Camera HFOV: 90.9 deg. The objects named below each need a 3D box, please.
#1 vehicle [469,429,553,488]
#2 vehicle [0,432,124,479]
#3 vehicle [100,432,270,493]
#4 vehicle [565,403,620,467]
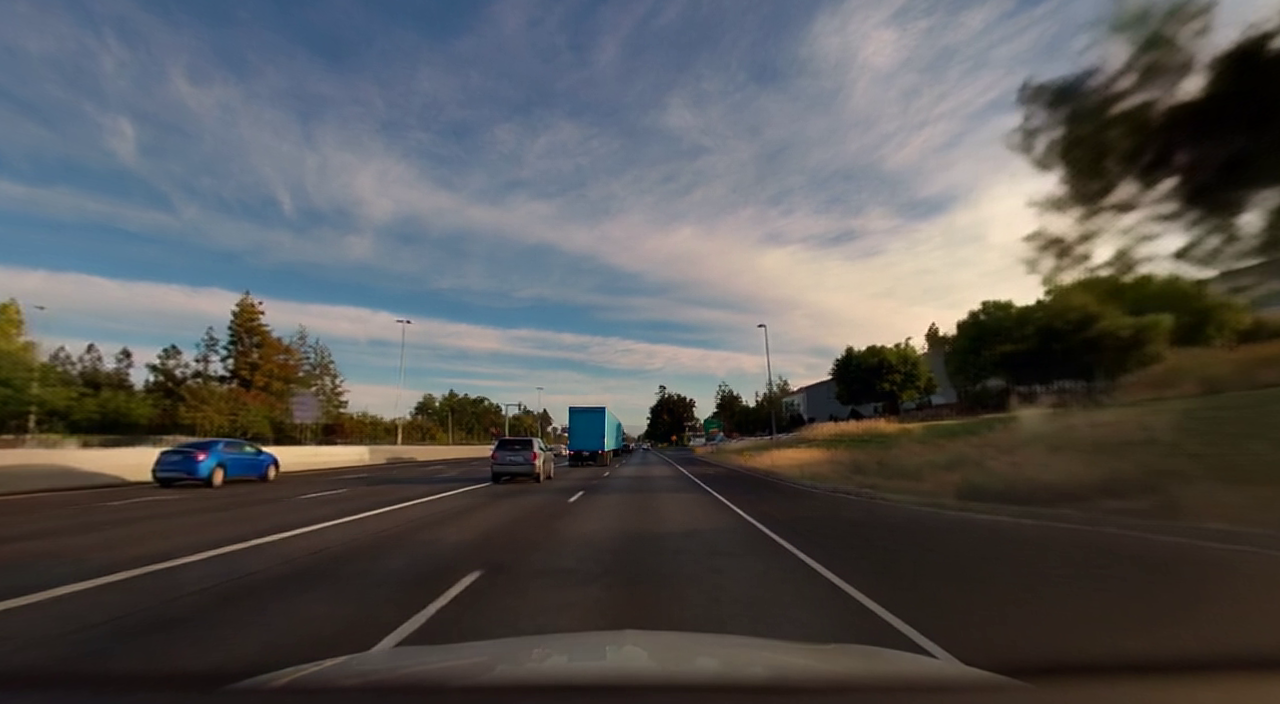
[{"bbox_3d":[-4.418,3.717,22.292,2.058,1.840,4.443,0,-8,0],"label":"vehicle"},{"bbox_3d":[-21.687,3.718,22.912,1.892,1.510,4.565,0,-8,1],"label":"vehicle"},{"bbox_3d":[-14.266,3.463,20.191,1.997,1.695,4.492,0,-8,1],"label":"vehicle"},{"bbox_3d":[-3.251,6.257,46.767,2.905,4.037,12.921,0,-8,1],"label":"vehicle"}]
